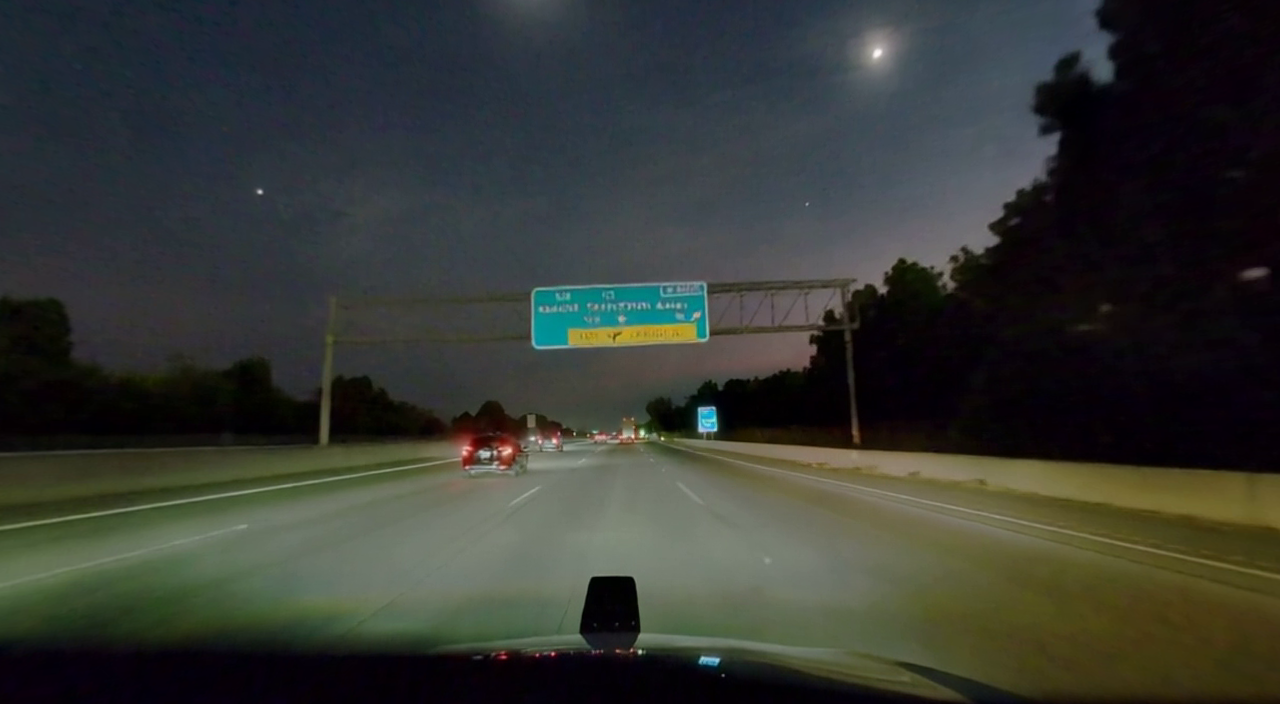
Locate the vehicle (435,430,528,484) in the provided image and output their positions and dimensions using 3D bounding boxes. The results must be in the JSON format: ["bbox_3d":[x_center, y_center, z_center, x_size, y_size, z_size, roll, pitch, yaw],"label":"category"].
[{"bbox_3d":[-4.739,3.163,19.385,1.912,1.495,3.703,0,-7,-1],"label":"vehicle"}]
